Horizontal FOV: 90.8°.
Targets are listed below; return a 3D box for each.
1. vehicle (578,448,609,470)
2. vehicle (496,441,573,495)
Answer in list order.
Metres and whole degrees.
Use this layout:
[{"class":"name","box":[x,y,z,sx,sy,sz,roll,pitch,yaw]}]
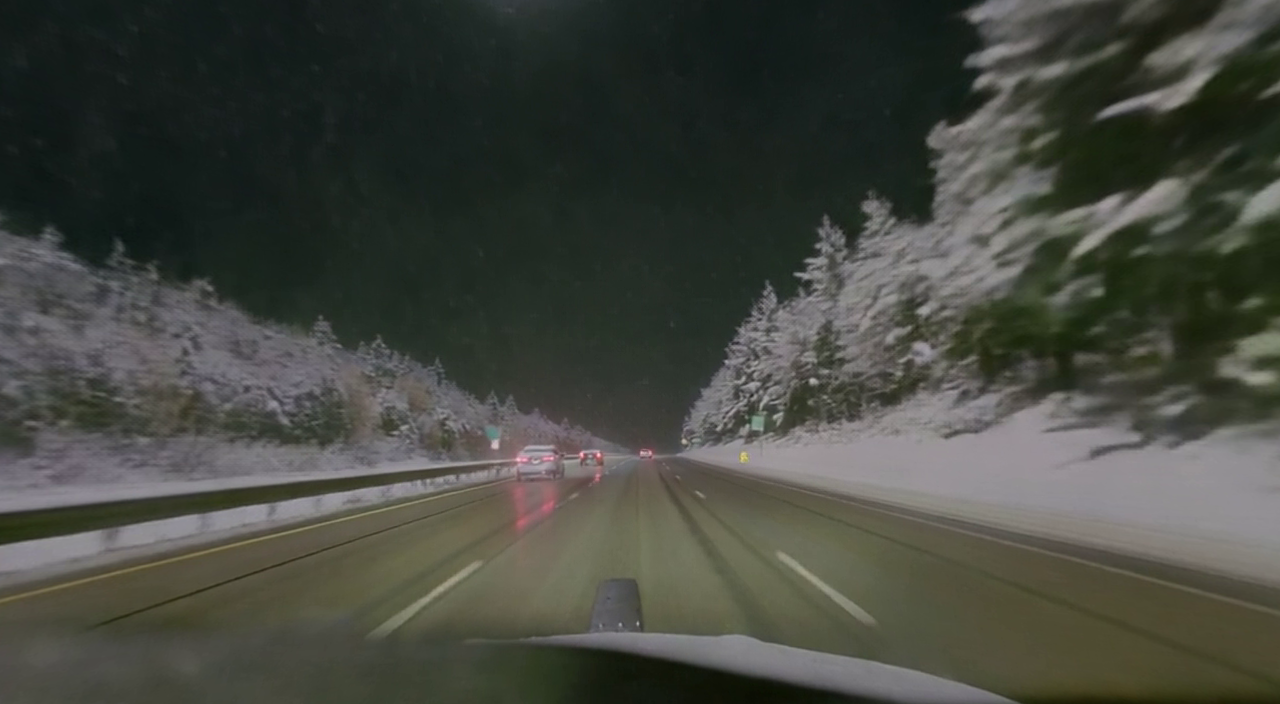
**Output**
[{"class":"vehicle","box":[-3.473,8.130,47.997,1.996,1.565,4.159,0,-9,1]},{"class":"vehicle","box":[-3.425,3.865,21.325,1.846,1.600,4.108,0,-9,1]}]
